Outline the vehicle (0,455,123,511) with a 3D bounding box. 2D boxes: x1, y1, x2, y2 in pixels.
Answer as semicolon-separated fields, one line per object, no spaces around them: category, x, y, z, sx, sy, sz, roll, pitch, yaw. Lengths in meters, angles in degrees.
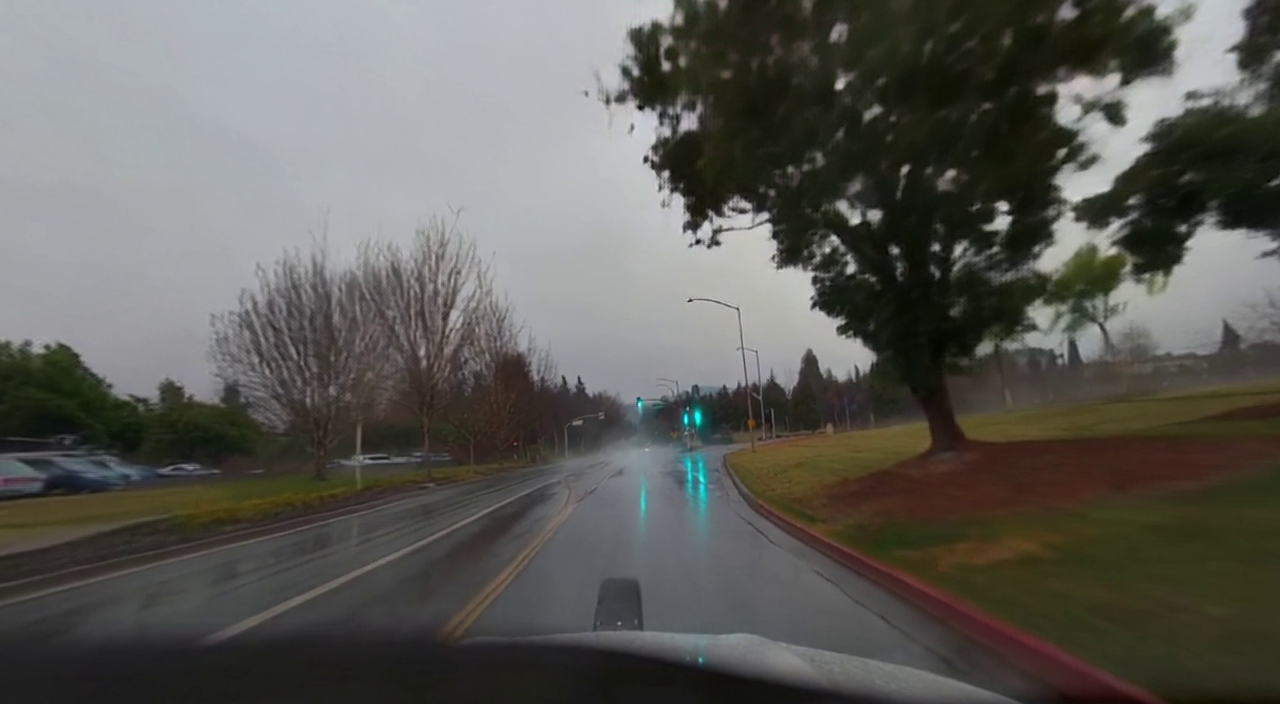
vehicle;-20.748;4.498;21.636;4.344;1.640;2.016;5;-11;-43
